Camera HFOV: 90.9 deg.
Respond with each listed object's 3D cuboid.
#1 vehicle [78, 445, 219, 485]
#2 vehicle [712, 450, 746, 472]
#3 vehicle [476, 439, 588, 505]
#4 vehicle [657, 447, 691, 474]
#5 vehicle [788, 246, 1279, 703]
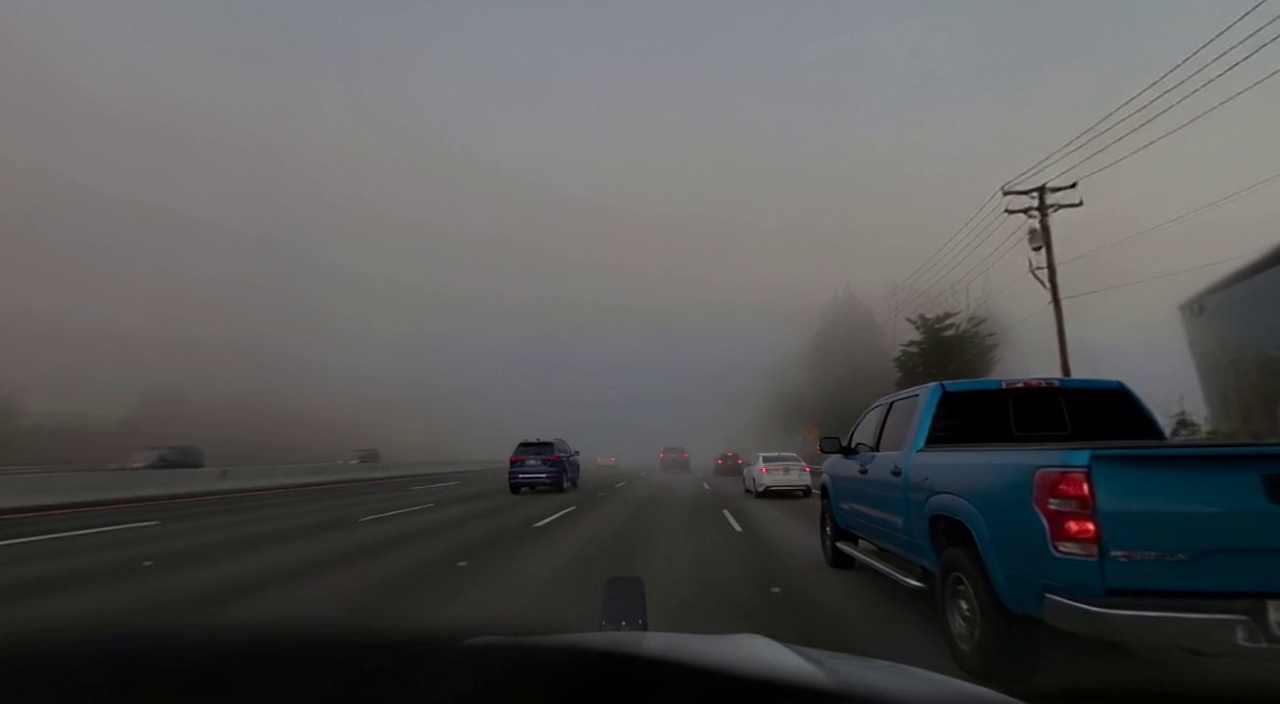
[{"bbox_3d":[-22.645,5.199,29.405,2.102,1.652,5.303,-1,-8,3],"label":"vehicle"},{"bbox_3d":[6.469,7.966,46.242,2.072,1.456,4.537,-1,-8,3],"label":"vehicle"},{"bbox_3d":[-3.077,3.535,19.133,2.209,1.714,4.576,-1,-8,5],"label":"vehicle"},{"bbox_3d":[2.254,7.110,41.526,2.080,1.682,4.150,-1,-8,3],"label":"vehicle"},{"bbox_3d":[3.347,1.143,5.362,3.024,2.092,6.797,-1,-8,5],"label":"vehicle"}]
